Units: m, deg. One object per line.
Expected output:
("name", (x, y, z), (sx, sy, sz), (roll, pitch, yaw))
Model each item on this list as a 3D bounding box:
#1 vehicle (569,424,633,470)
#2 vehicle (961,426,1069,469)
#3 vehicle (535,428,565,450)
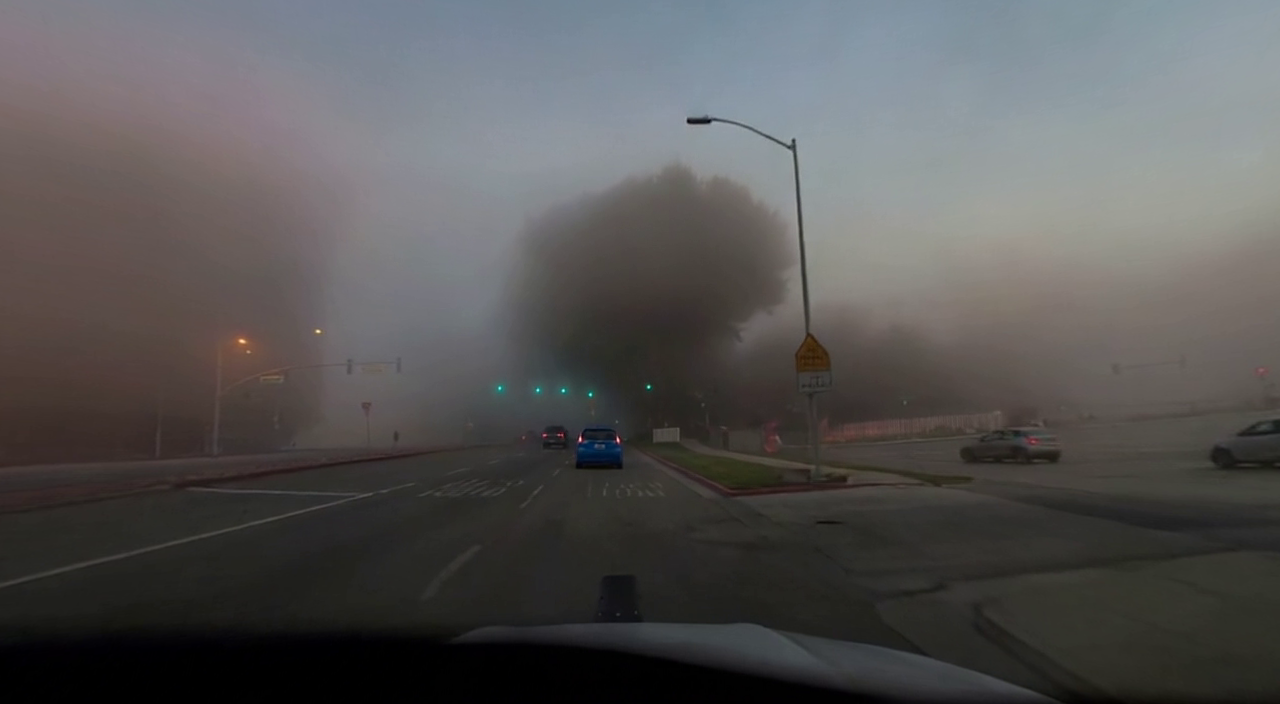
("vehicle", (-1.501, 3.621, 24.162), (2.231, 1.572, 4.227), (0, -8, -4))
("vehicle", (18.707, 4.889, 31.783), (1.932, 1.762, 4.835), (0, -13, -8))
("vehicle", (-6.450, 6.232, 45.171), (2.023, 1.485, 3.721), (1, -8, -7))
